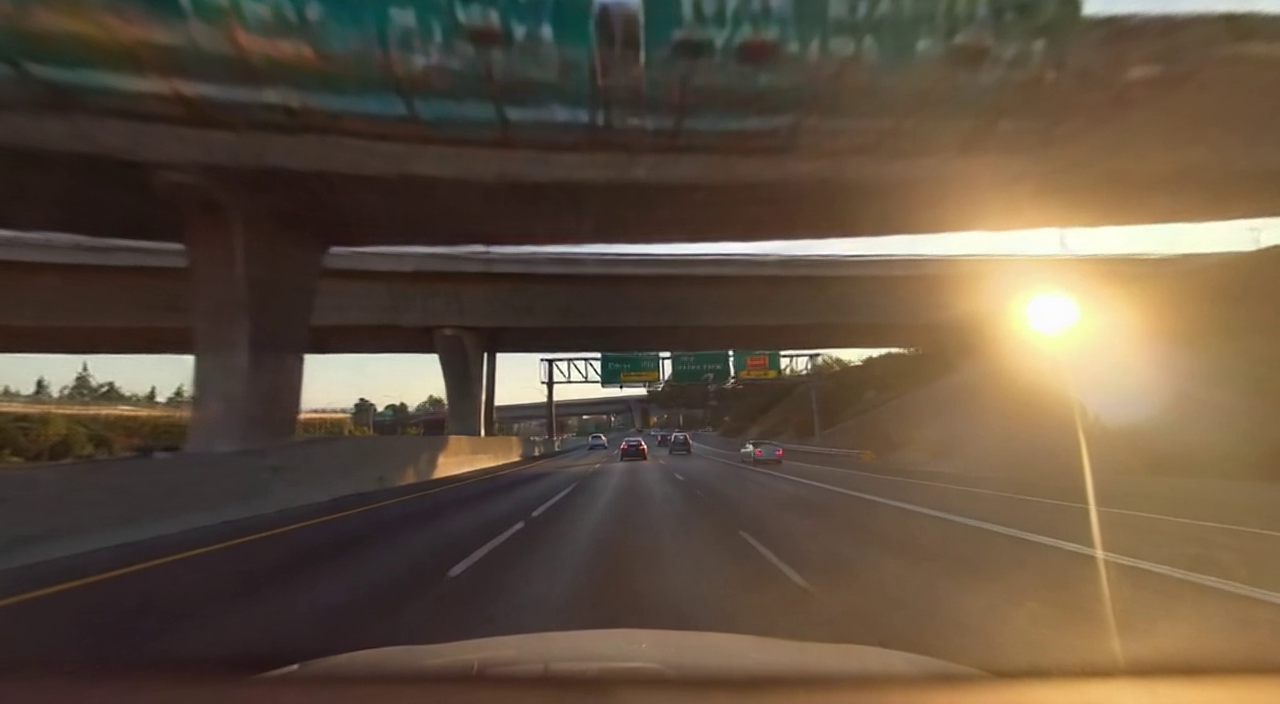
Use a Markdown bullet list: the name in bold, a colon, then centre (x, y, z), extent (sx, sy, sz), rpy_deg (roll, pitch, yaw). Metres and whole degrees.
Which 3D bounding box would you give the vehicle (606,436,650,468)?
- **vehicle**: centre (-0.589, 4.914, 31.095), extent (1.985, 1.457, 4.227), rpy_deg (0, -8, -1)

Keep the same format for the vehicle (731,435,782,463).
- **vehicle**: centre (6.587, 5.538, 36.062), extent (1.935, 1.478, 4.433), rpy_deg (0, -8, -2)
